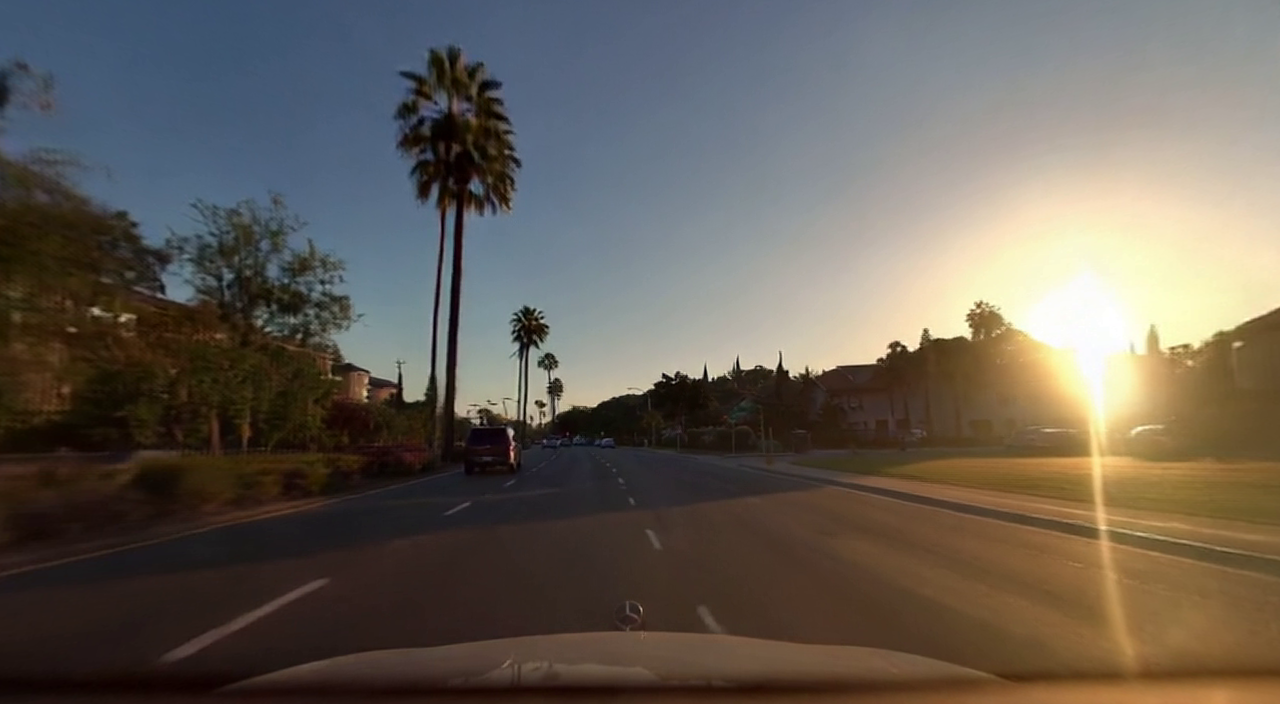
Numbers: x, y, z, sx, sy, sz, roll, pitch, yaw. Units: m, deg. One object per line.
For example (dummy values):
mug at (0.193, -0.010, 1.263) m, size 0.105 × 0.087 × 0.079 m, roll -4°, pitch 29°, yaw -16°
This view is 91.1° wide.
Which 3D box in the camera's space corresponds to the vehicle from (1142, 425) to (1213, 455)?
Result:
vehicle at (29.420, 4.837, 34.309) m, size 4.384 × 1.501 × 2.020 m, roll 7°, pitch -10°, yaw -38°

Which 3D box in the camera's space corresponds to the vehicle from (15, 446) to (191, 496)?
vehicle at (-17.735, 3.902, 21.123) m, size 2.030 × 1.459 × 4.695 m, roll 1°, pitch -9°, yaw -5°

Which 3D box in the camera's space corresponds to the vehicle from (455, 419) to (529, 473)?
vehicle at (-6.504, 4.258, 28.378) m, size 2.507 × 2.161 × 6.049 m, roll 1°, pitch -9°, yaw -6°

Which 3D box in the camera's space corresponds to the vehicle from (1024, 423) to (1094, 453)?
vehicle at (25.796, 5.312, 38.608) m, size 4.520 × 1.746 × 2.295 m, roll 7°, pitch -11°, yaw -40°
